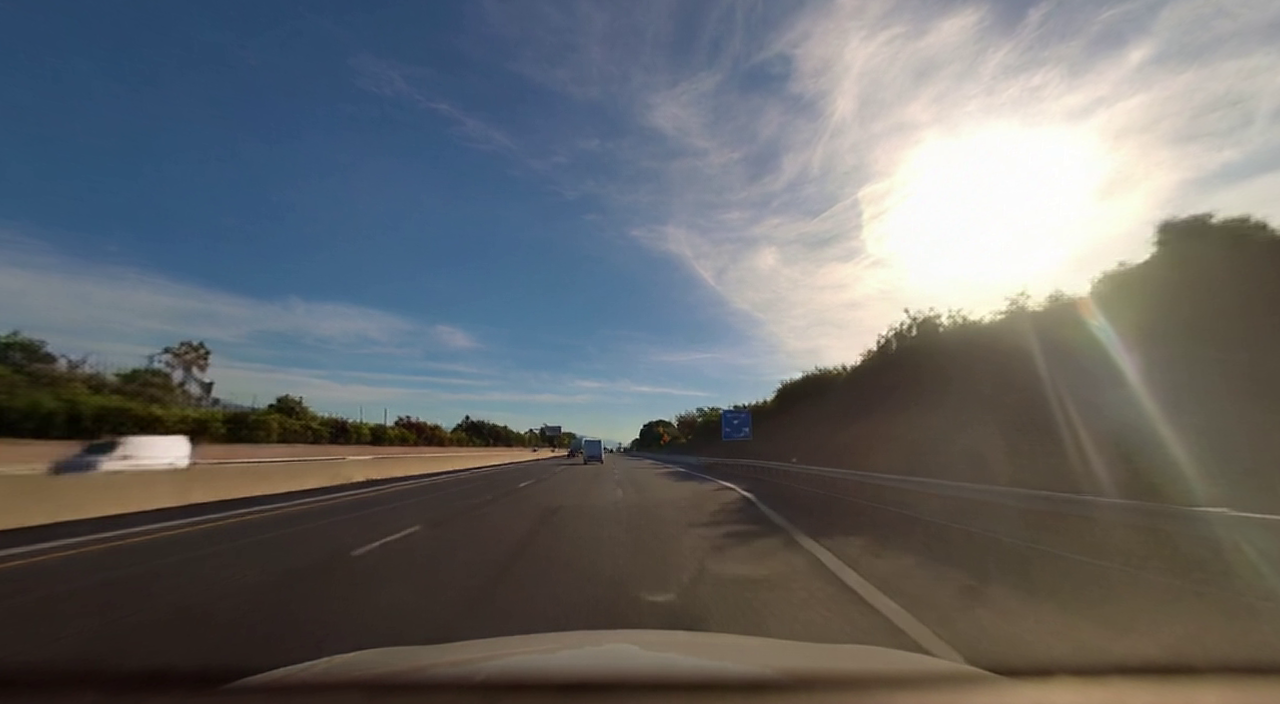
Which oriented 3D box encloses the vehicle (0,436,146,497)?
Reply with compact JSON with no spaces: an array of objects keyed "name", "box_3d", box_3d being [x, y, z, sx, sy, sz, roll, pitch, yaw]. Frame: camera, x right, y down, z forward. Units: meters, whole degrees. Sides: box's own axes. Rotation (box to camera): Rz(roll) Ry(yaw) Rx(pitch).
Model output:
[{"name":"vehicle","box_3d":[-19.044,3.740,20.808,1.982,1.775,4.245,0,-9,-3]}]
